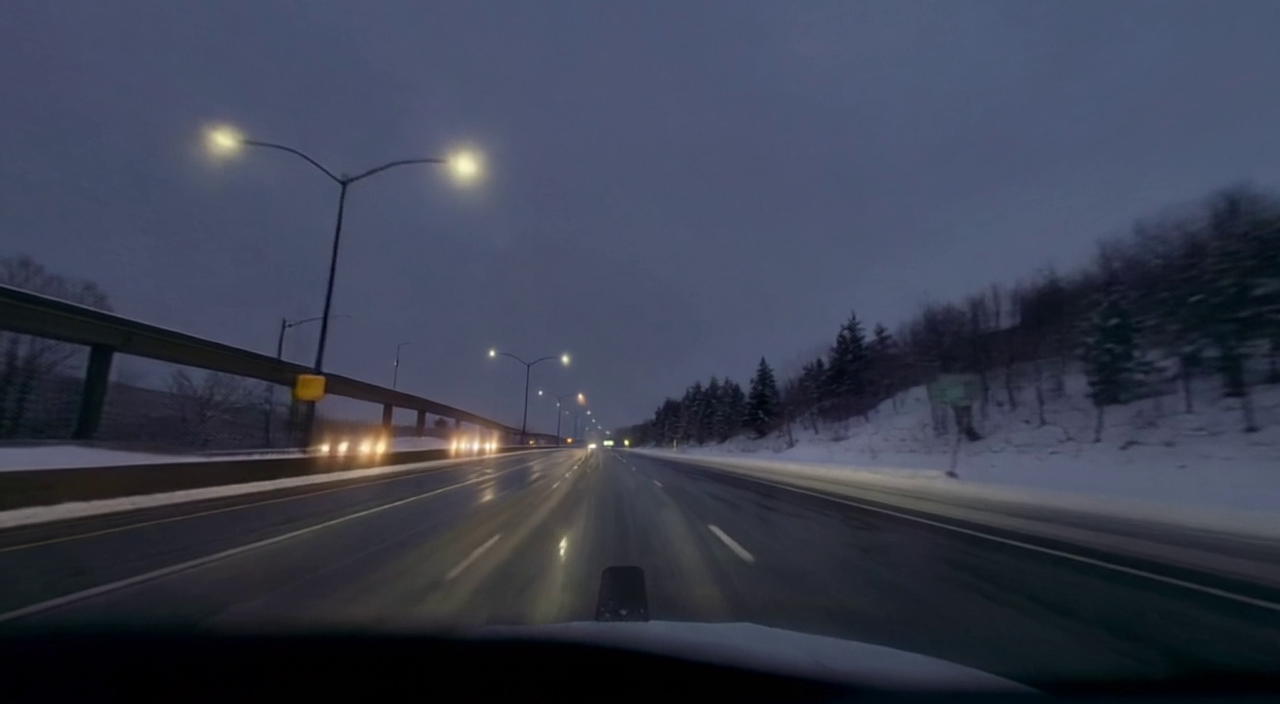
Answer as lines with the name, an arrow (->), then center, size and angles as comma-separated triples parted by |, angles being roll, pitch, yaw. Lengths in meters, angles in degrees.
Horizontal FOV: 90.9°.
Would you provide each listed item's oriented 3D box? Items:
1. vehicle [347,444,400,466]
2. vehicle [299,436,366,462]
vehicle -> -18.750, 7.252, 44.561 | 2.005, 1.446, 4.235 | 0, -9, -1
vehicle -> -22.717, 7.200, 46.849 | 2.239, 1.802, 5.754 | 0, -9, -2
